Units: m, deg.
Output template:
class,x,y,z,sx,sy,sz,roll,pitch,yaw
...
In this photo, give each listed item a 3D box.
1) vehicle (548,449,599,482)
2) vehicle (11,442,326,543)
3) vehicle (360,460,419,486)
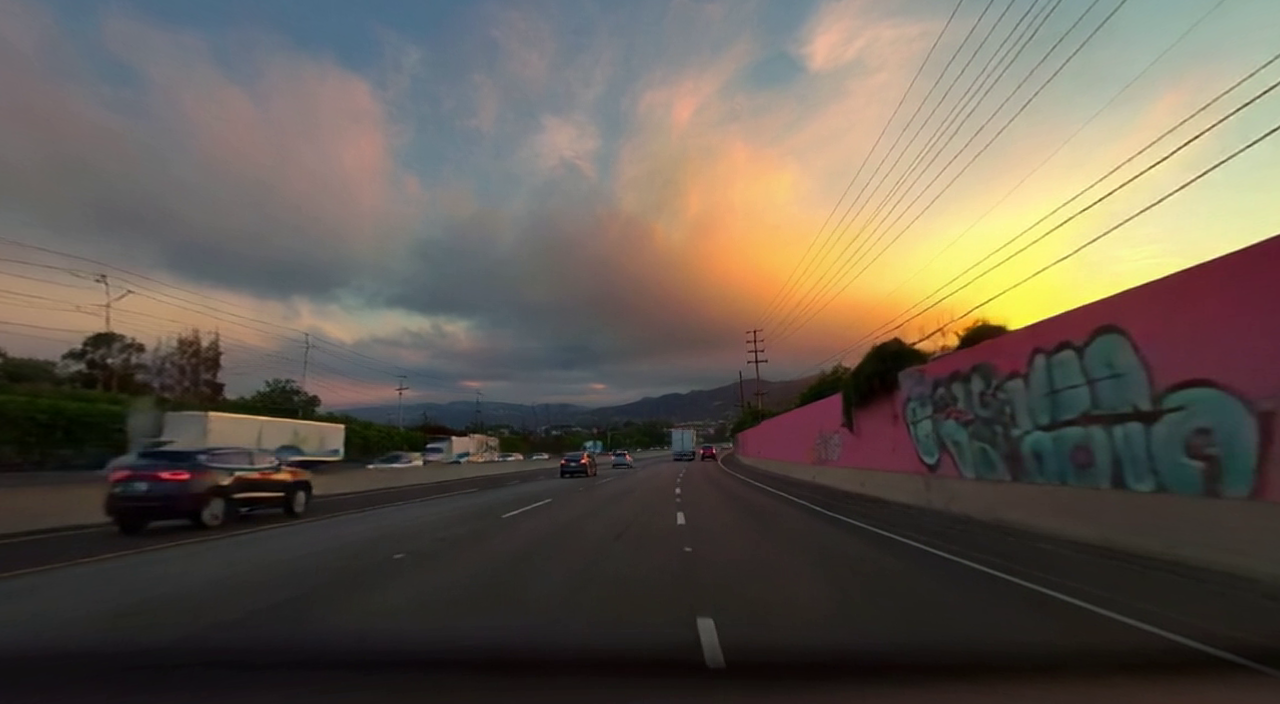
class,x,y,z,sx,sy,sz,roll,pitch,yaw
vehicle,-3.371,5.834,32.714,1.966,1.565,3.766,-1,-9,4
vehicle,-8.394,2.521,12.025,2.142,1.503,4.767,-1,-9,3
vehicle,-15.068,7.277,38.075,1.789,1.390,3.746,-1,-9,4
